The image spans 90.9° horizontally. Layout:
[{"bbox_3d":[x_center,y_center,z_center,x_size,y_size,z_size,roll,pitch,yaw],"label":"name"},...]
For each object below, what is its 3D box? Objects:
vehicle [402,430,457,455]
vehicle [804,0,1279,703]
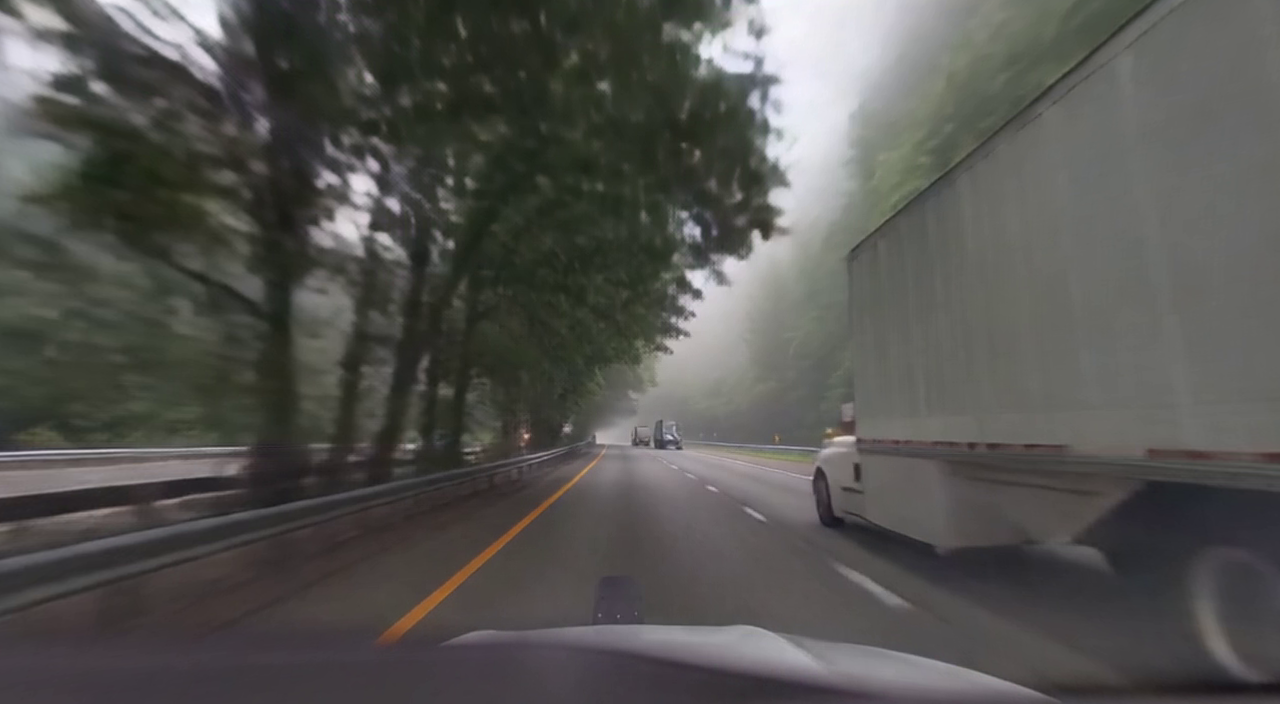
[{"bbox_3d":[-13.408,5.775,40.488,2.009,1.475,4.663,0,-8,-1],"label":"vehicle"},{"bbox_3d":[4.267,0.014,4.704,2.967,3.980,10.471,0,-8,-2],"label":"vehicle"}]
